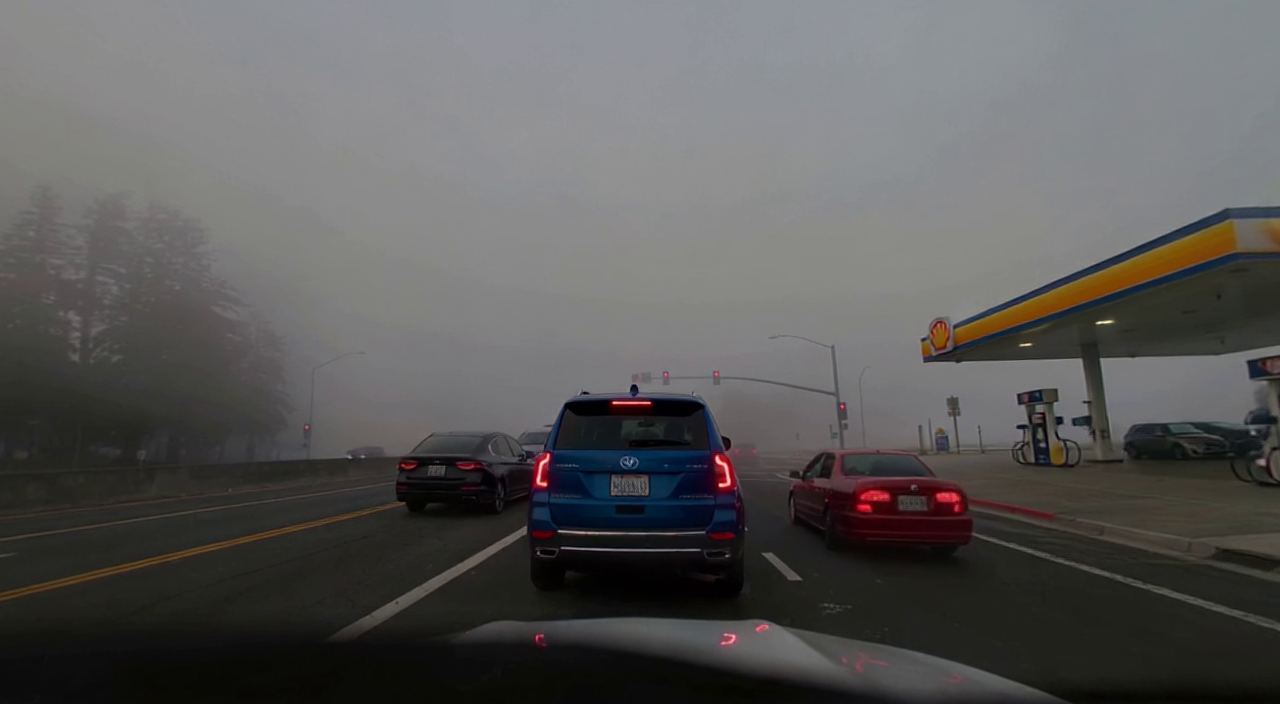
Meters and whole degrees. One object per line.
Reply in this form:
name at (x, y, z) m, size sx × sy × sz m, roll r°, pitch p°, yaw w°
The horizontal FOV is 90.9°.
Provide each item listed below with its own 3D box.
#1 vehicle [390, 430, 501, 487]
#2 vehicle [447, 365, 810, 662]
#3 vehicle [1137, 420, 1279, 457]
vehicle at (-6.650, 3.706, 22.182) m, size 2.065 × 1.753 × 4.525 m, roll -1°, pitch -9°, yaw 6°
vehicle at (0.011, 1.318, 6.135) m, size 2.236 × 1.819 × 4.291 m, roll -1°, pitch -9°, yaw 3°
vehicle at (25.940, 3.968, 28.786) m, size 4.551 × 1.616 × 1.973 m, roll -2°, pitch -9°, yaw 11°
